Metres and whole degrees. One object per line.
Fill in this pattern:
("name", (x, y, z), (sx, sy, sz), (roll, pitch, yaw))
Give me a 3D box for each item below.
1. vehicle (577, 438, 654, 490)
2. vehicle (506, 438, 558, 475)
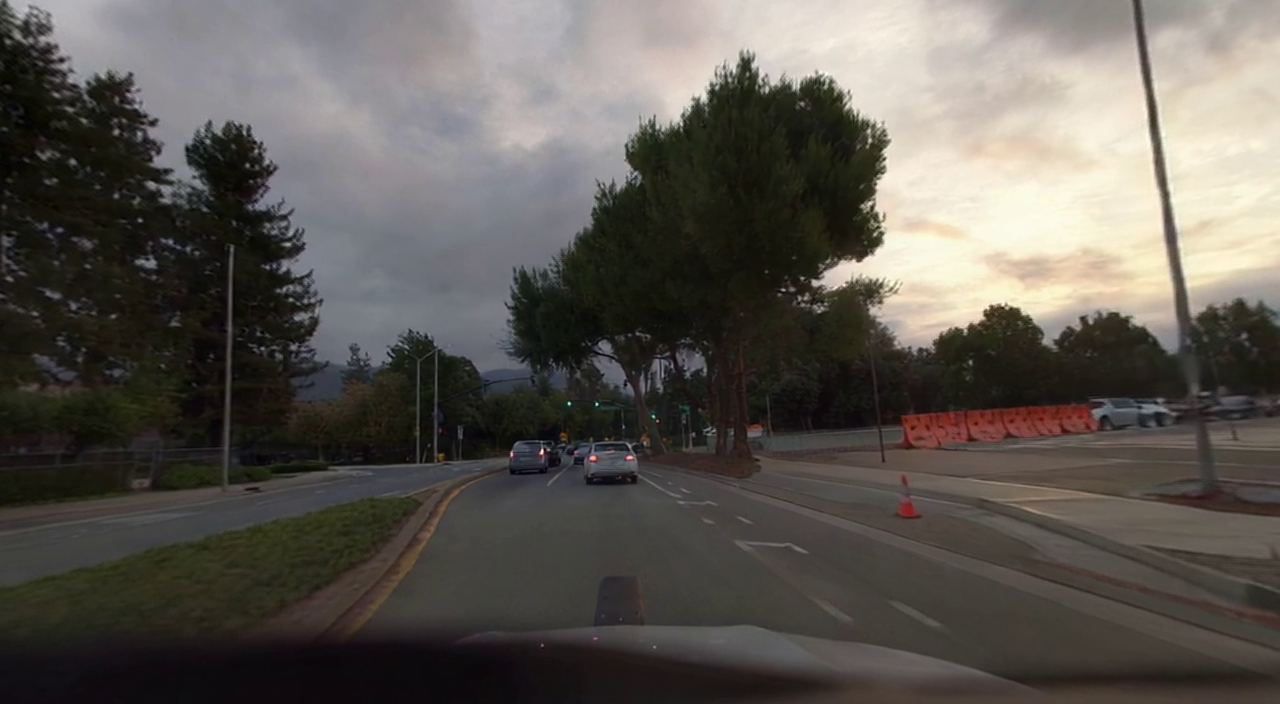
("vehicle", (-0.942, 3.663, 21.094), (2.266, 1.508, 4.430), (1, -8, -6))
("vehicle", (-5.167, 5.075, 30.876), (2.077, 1.665, 4.206), (1, -8, -4))
